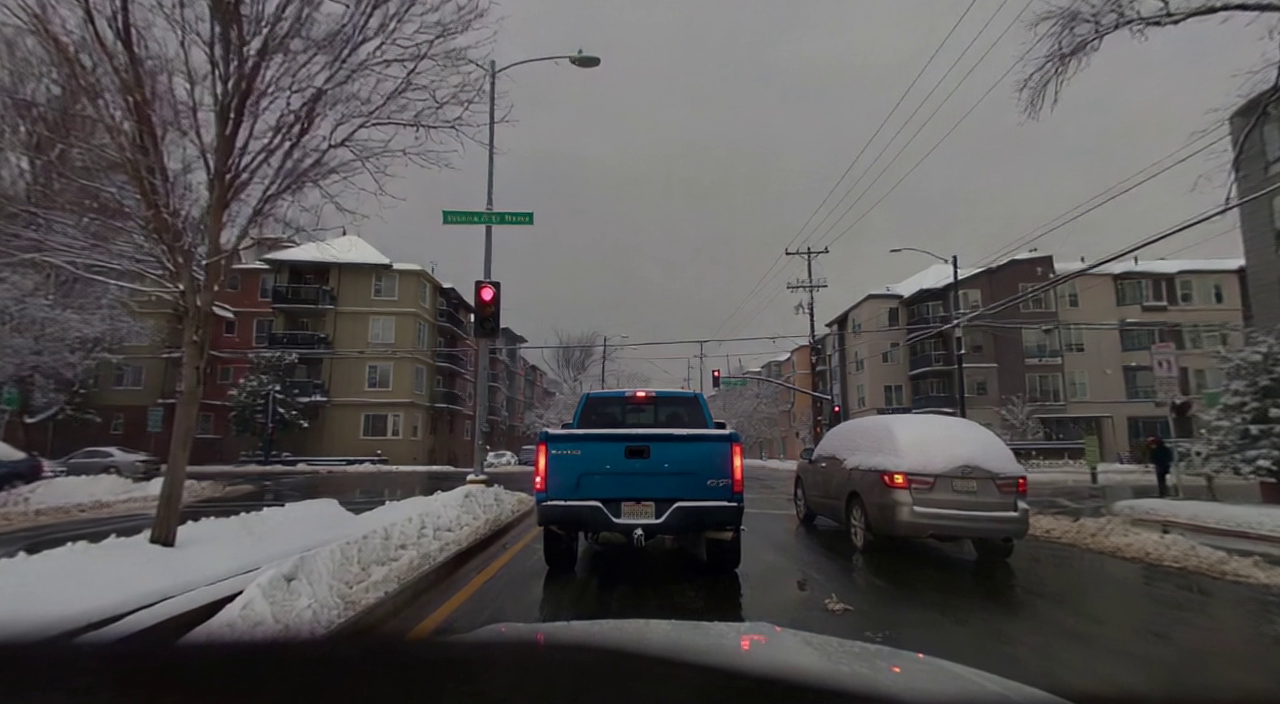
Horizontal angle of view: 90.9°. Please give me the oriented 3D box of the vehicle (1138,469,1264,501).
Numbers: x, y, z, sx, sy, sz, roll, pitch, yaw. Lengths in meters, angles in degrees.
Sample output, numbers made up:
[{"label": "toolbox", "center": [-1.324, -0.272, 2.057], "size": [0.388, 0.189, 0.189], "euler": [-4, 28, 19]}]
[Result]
[{"label": "vehicle", "center": [26.400, 6.267, 29.780], "size": [4.071, 1.388, 1.884], "euler": [0, -8, 1]}]

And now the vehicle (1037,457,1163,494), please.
[{"label": "vehicle", "center": [21.771, 5.845, 29.966], "size": [4.498, 1.618, 1.843], "euler": [0, -8, 0]}]

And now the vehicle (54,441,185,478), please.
[{"label": "vehicle", "center": [-24.860, 5.135, 30.199], "size": [4.563, 1.692, 1.778], "euler": [0, -8, -2]}]

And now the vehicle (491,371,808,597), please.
[{"label": "vehicle", "center": [0.109, 1.518, 8.086], "size": [2.738, 1.959, 5.070], "euler": [0, -8, 1]}]

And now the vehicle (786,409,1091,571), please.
[{"label": "vehicle", "center": [3.838, 1.862, 9.362], "size": [2.131, 1.759, 4.762], "euler": [0, -8, -1]}]
